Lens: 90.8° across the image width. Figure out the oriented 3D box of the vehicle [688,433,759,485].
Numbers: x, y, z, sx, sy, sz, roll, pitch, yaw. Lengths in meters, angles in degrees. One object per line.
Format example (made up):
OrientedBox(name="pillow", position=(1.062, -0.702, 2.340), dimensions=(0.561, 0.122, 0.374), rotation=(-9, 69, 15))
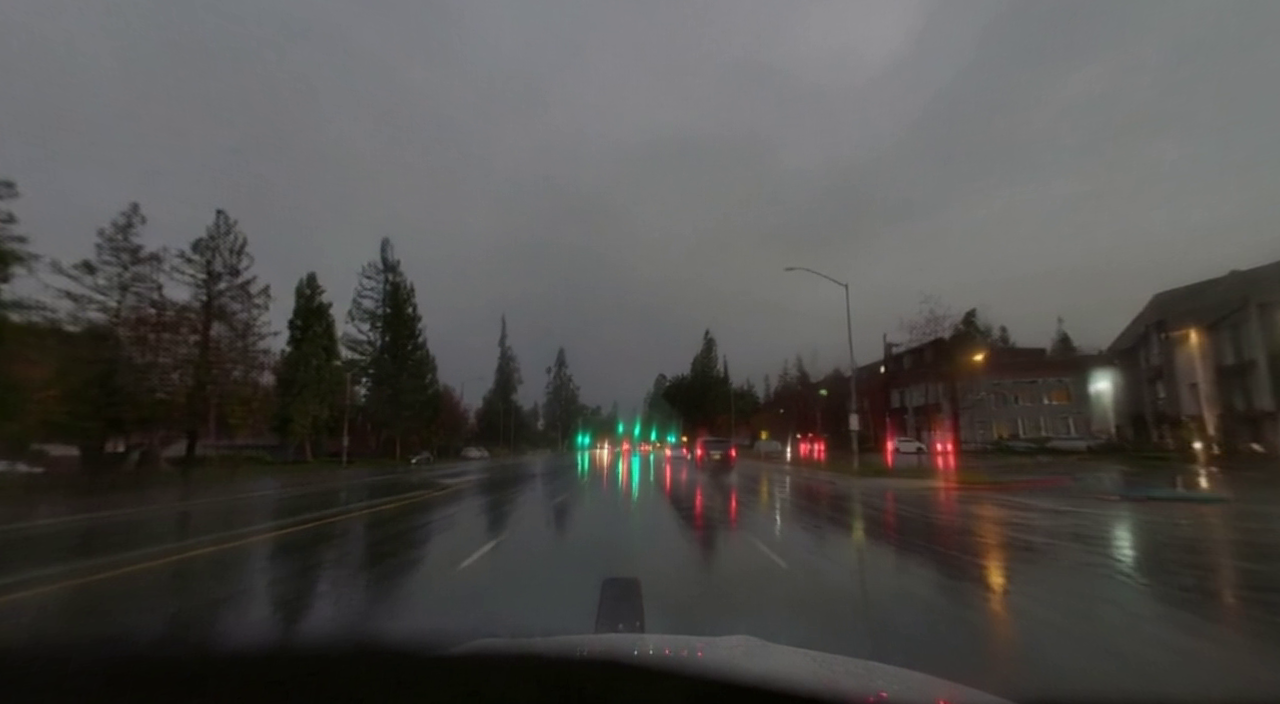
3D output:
OrientedBox(name="vehicle", position=(3.082, 4.073, 24.300), dimensions=(2.060, 1.816, 4.343), rotation=(0, -9, -1))
